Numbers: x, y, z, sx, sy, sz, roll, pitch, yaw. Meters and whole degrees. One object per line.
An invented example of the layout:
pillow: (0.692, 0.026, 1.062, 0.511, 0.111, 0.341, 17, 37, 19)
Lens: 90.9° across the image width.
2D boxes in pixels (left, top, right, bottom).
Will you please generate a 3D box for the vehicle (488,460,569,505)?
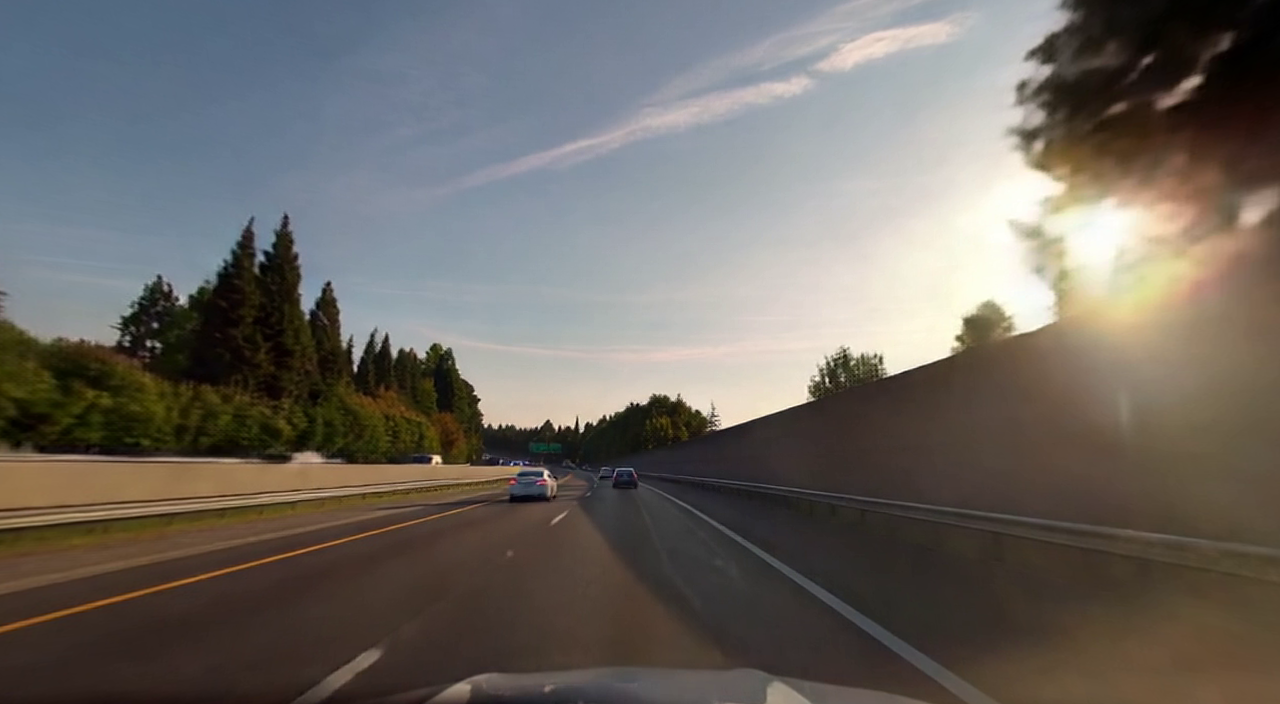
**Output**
vehicle: (-4.159, 4.989, 24.346, 2.310, 1.521, 4.731, 1, -11, -1)

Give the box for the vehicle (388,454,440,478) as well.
vehicle: (-17.505, 8.908, 48.996, 2.289, 1.672, 4.818, 2, -10, -1)

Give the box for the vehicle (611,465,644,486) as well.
vehicle: (-0.929, 9.387, 48.005, 2.363, 1.526, 4.687, 1, -11, -1)

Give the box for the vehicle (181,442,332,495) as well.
vehicle: (-12.496, 3.873, 21.019, 2.114, 1.518, 4.635, 1, -11, 0)
